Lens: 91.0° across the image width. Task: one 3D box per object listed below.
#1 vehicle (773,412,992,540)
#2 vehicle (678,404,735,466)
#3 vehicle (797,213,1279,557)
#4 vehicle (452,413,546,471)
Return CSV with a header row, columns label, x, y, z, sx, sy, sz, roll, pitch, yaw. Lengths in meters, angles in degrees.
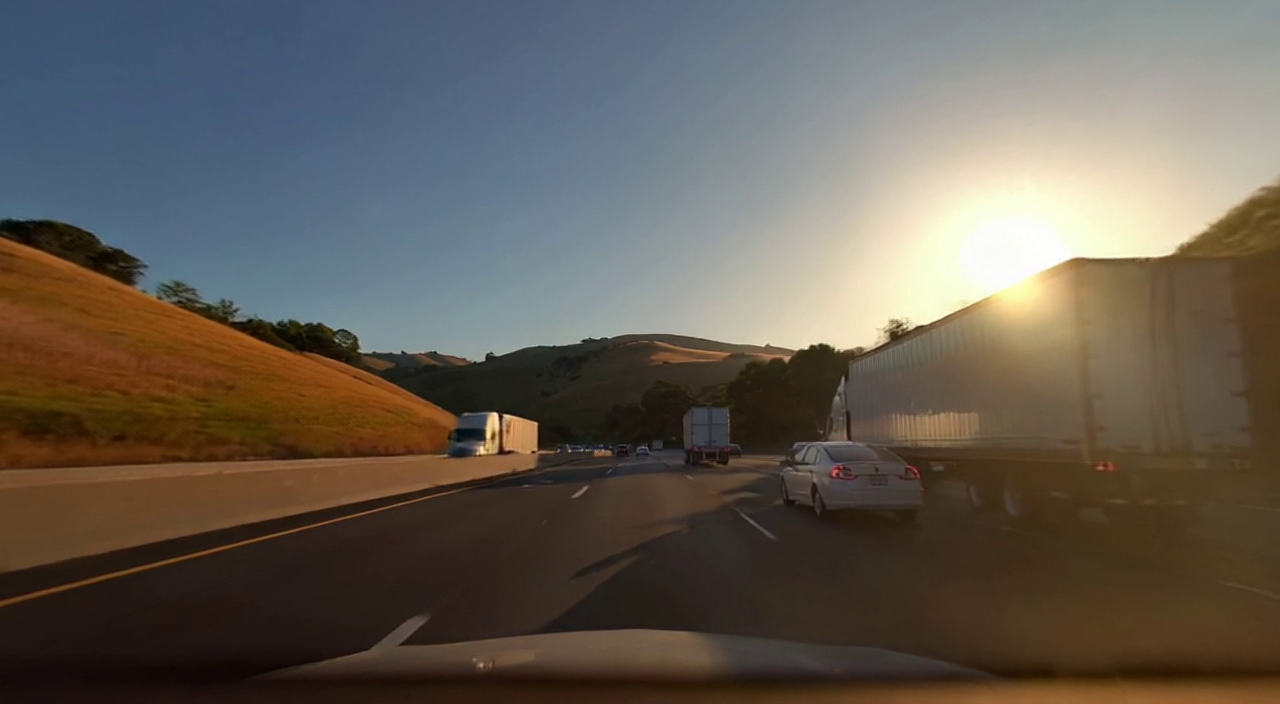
label,x,y,z,sx,sy,sz,roll,pitch,yaw
vehicle,3.790,2.024,10.829,2.055,1.737,4.224,0,-9,0
vehicle,4.670,6.216,46.444,3.049,3.968,10.706,0,-9,0
vehicle,7.349,1.535,15.659,2.947,4.199,16.175,0,-9,1
vehicle,-8.913,6.049,42.045,3.049,3.230,13.174,0,-9,1
